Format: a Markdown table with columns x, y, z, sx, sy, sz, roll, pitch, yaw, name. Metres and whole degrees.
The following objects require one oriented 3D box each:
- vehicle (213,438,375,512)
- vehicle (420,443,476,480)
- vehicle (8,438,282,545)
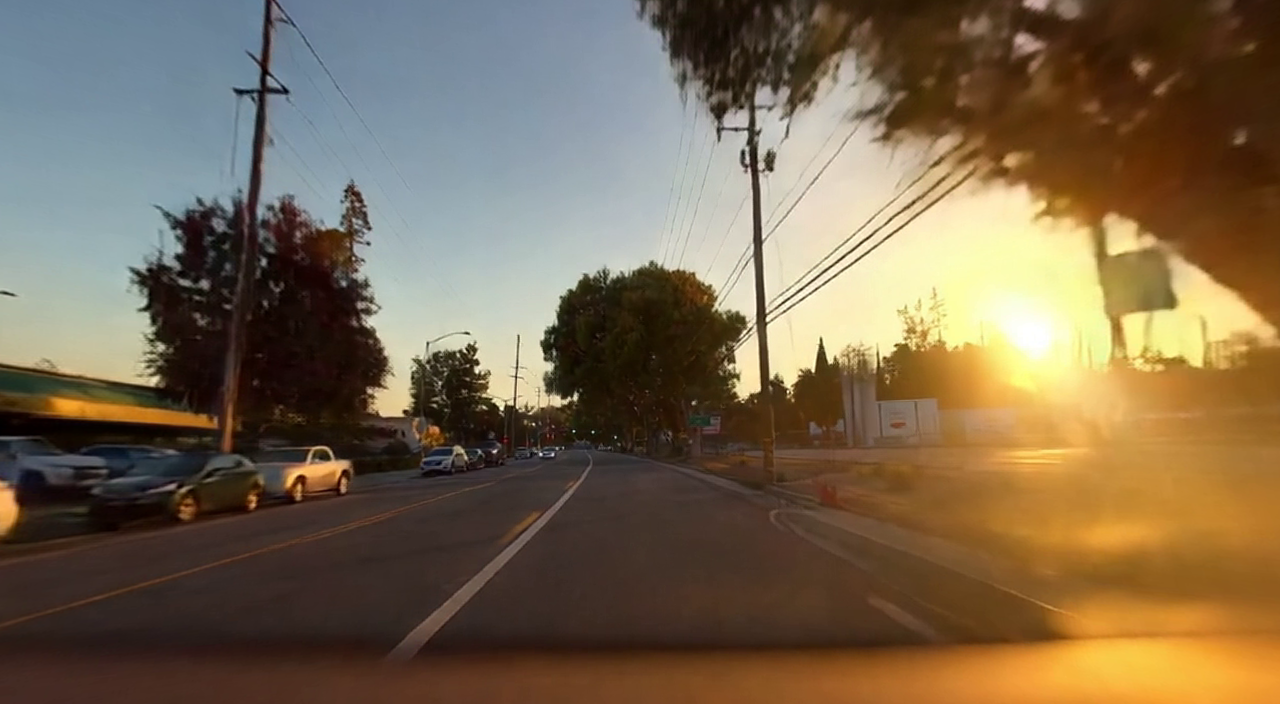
| x | y | z | sx | sy | sz | roll | pitch | yaw | name |
| --- | --- | --- | --- | --- | --- | --- | --- | --- | --- |
| -9.723 | 3.471 | 18.402 | 1.983 | 1.799 | 5.276 | 0 | -9 | -3 | vehicle |
| -10.670 | 6.088 | 35.452 | 2.016 | 1.872 | 5.297 | 0 | -9 | -6 | vehicle |
| -9.565 | 2.684 | 12.874 | 2.027 | 1.719 | 4.575 | 0 | -9 | -3 | vehicle |
